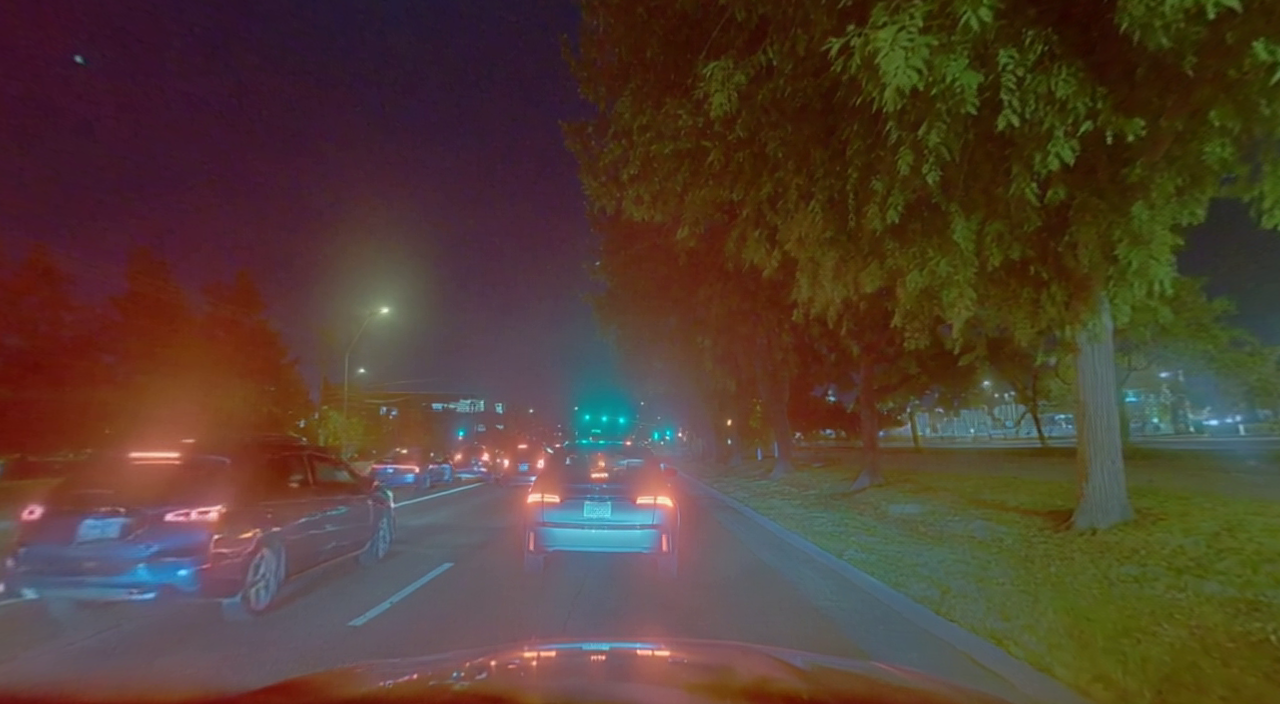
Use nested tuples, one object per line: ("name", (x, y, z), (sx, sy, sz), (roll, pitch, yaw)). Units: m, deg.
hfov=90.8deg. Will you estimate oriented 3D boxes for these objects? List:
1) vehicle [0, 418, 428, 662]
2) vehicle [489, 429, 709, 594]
("vehicle", (-3.924, 1.532, 6.347), (1.913, 1.521, 4.539), (0, -9, 1))
("vehicle", (-0.396, 1.807, 8.009), (2.066, 1.544, 3.954), (0, -9, 0))
